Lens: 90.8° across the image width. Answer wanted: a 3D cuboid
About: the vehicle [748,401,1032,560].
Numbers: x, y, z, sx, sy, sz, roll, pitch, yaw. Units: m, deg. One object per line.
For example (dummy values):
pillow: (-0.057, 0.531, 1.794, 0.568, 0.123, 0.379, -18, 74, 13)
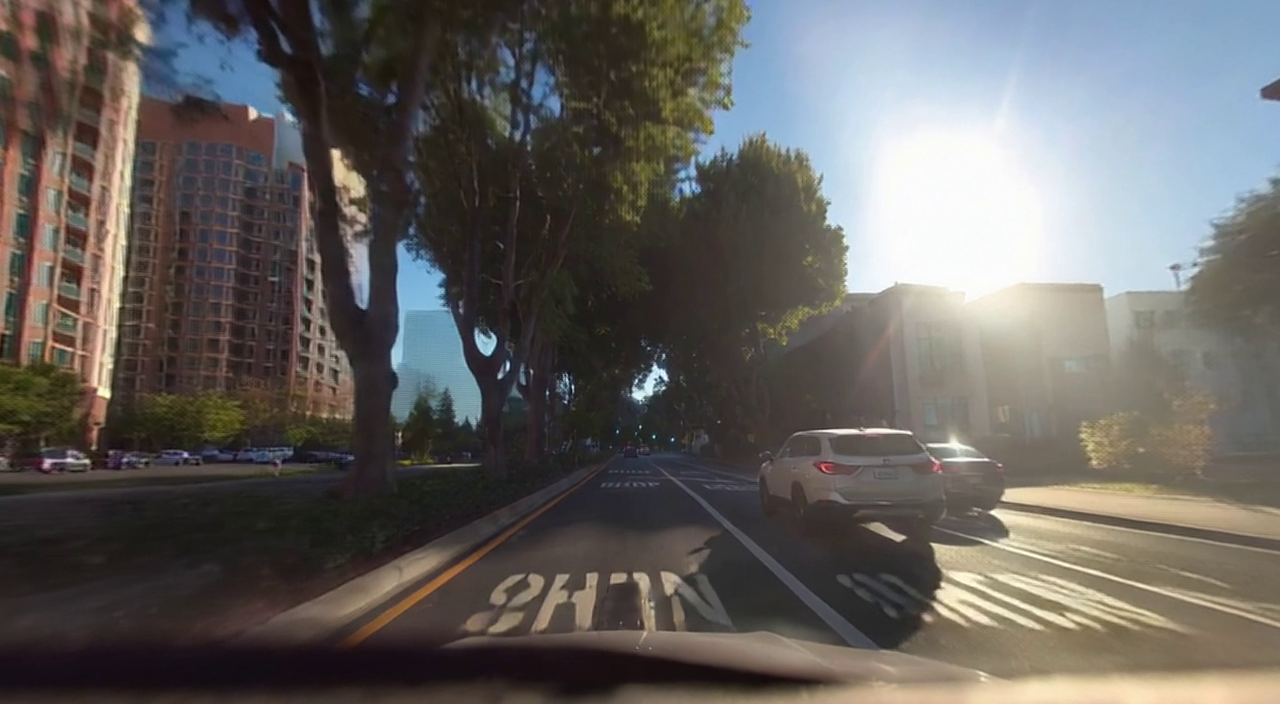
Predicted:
vehicle: (3.587, 1.998, 10.572, 2.505, 1.971, 5.162, 0, -9, -1)
